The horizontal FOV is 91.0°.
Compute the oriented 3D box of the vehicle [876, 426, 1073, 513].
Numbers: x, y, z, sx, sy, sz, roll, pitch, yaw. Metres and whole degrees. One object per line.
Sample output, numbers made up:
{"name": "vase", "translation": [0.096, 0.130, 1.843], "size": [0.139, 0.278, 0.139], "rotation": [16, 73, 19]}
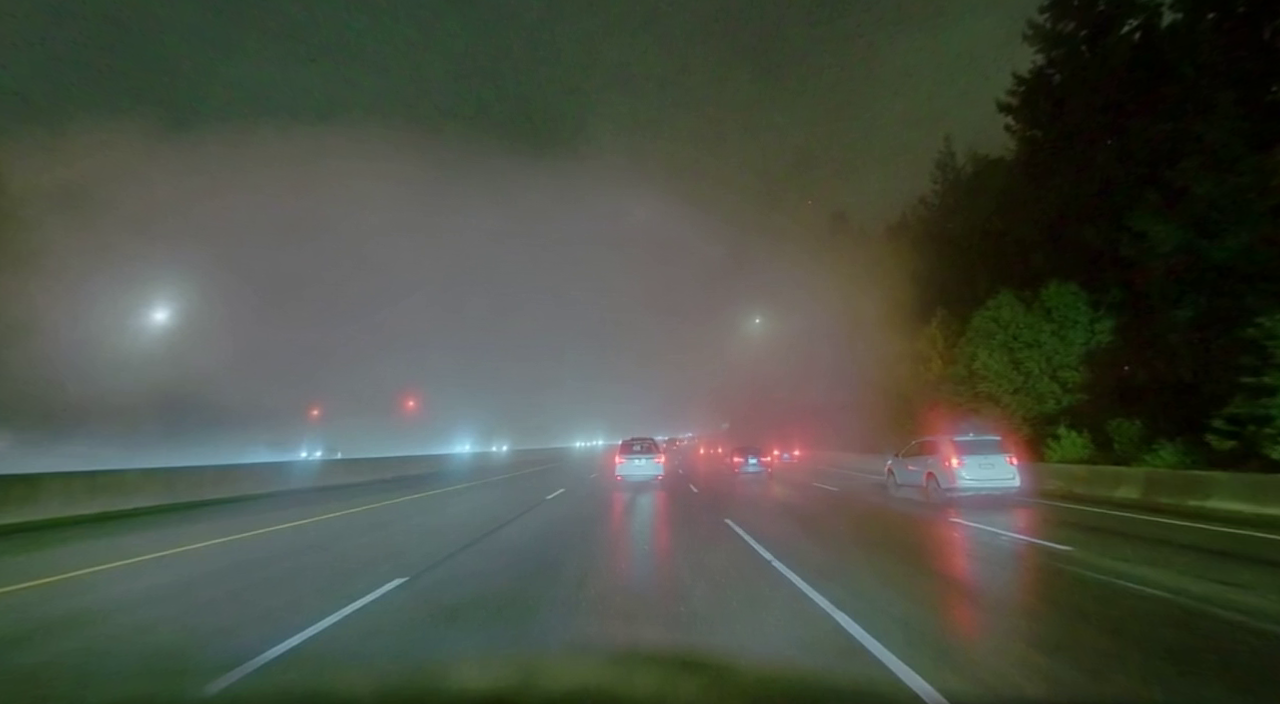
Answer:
{"name": "vehicle", "translation": [7.408, 2.650, 14.684], "size": [2.028, 1.657, 4.823], "rotation": [0, -9, 1]}

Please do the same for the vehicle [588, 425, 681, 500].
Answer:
{"name": "vehicle", "translation": [-0.077, 2.892, 16.808], "size": [2.181, 1.728, 3.970], "rotation": [0, -9, 1]}

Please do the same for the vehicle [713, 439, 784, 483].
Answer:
{"name": "vehicle", "translation": [4.036, 4.141, 24.203], "size": [1.999, 1.514, 4.338], "rotation": [0, -9, 1]}
